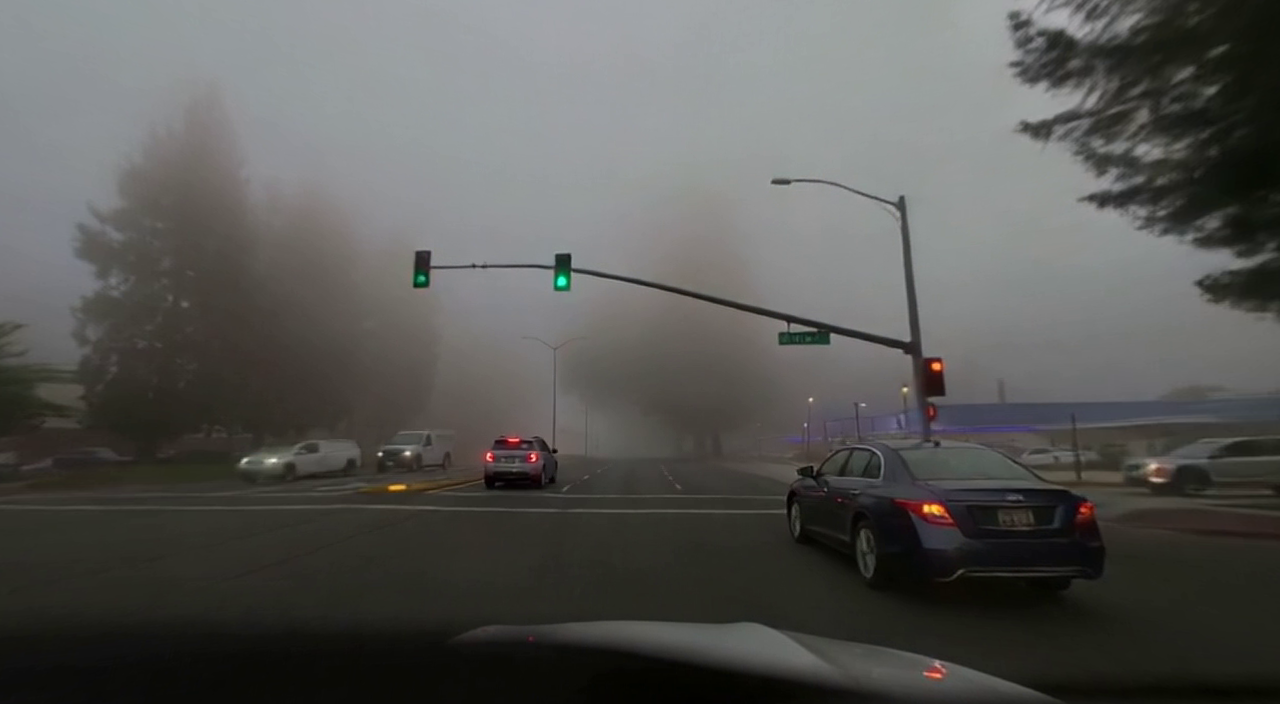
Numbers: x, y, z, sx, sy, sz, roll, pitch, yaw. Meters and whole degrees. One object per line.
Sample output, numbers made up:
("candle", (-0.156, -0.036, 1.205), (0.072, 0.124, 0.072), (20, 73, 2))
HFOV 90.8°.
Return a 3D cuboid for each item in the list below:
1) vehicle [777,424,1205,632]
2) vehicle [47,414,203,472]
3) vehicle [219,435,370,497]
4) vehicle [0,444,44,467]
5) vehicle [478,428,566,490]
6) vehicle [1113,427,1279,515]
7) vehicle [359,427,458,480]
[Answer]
("vehicle", (3.106, 1.637, 7.085), (1.975, 1.502, 4.787), (0, -8, -1))
("vehicle", (-34.396, 6.104, 42.467), (7.384, 3.665, 3.220), (0, -8, -1))
("vehicle", (-10.099, 3.335, 18.968), (1.942, 1.576, 4.567), (-1, -8, 0))
("vehicle", (-49.247, 8.014, 48.917), (2.049, 1.745, 4.172), (0, -8, 0))
("vehicle", (-3.751, 3.502, 21.003), (1.997, 1.806, 4.500), (0, -8, 1))
("vehicle", (17.308, 3.264, 17.848), (5.651, 2.172, 2.710), (-1, -9, -4))
("vehicle", (-9.683, 4.297, 26.956), (2.301, 1.926, 5.183), (-1, -8, 0))
